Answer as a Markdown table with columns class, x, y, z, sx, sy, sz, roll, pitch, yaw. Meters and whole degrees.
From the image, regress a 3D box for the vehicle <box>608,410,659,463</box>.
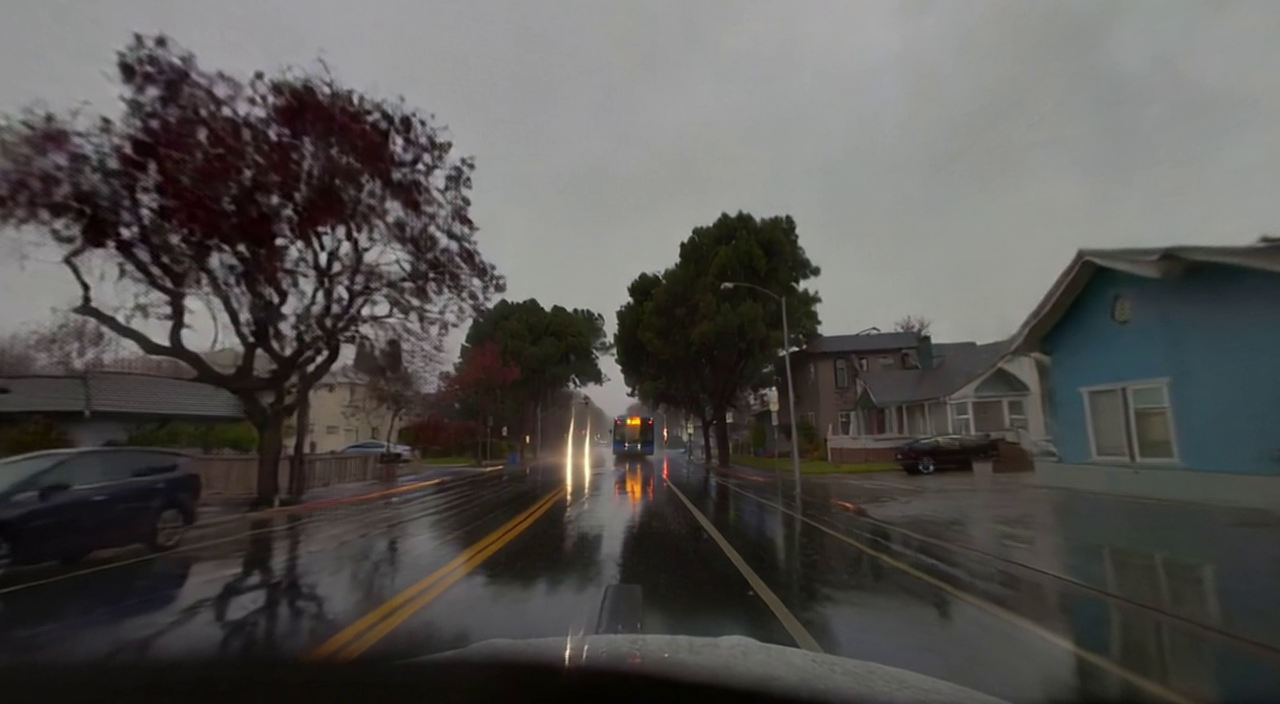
| class | x | y | z | sx | sy | sz | roll | pitch | yaw |
| --- | --- | --- | --- | --- | --- | --- | --- | --- | --- |
| vehicle | -0.311 | 6.211 | 46.294 | 3.031 | 3.200 | 13.052 | 3 | -8 | 1 |

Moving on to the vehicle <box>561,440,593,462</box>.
| class | x | y | z | sx | sy | sz | roll | pitch | yaw |
| --- | --- | --- | --- | --- | --- | --- | --- | --- | --- |
| vehicle | -4.479 | 7.104 | 45.450 | 1.925 | 1.489 | 4.235 | 0 | -8 | -1 |

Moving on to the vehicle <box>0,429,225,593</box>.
| class | x | y | z | sx | sy | sz | roll | pitch | yaw |
| --- | --- | --- | --- | --- | --- | --- | --- | --- | --- |
| vehicle | -7.897 | 2.029 | 8.322 | 1.898 | 1.755 | 4.603 | -5 | -9 | -1 |

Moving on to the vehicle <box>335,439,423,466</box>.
| class | x | y | z | sx | sy | sz | roll | pitch | yaw |
| --- | --- | --- | --- | --- | --- | --- | --- | --- | --- |
| vehicle | -15.631 | 6.035 | 38.018 | 4.481 | 1.591 | 1.807 | 0 | -8 | -1 |

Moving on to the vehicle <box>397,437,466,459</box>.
| class | x | y | z | sx | sy | sz | roll | pitch | yaw |
| --- | --- | --- | --- | --- | --- | --- | --- | --- | --- |
| vehicle | -16.340 | 7.518 | 49.698 | 4.778 | 1.565 | 1.919 | -1 | -5 | 0 |
